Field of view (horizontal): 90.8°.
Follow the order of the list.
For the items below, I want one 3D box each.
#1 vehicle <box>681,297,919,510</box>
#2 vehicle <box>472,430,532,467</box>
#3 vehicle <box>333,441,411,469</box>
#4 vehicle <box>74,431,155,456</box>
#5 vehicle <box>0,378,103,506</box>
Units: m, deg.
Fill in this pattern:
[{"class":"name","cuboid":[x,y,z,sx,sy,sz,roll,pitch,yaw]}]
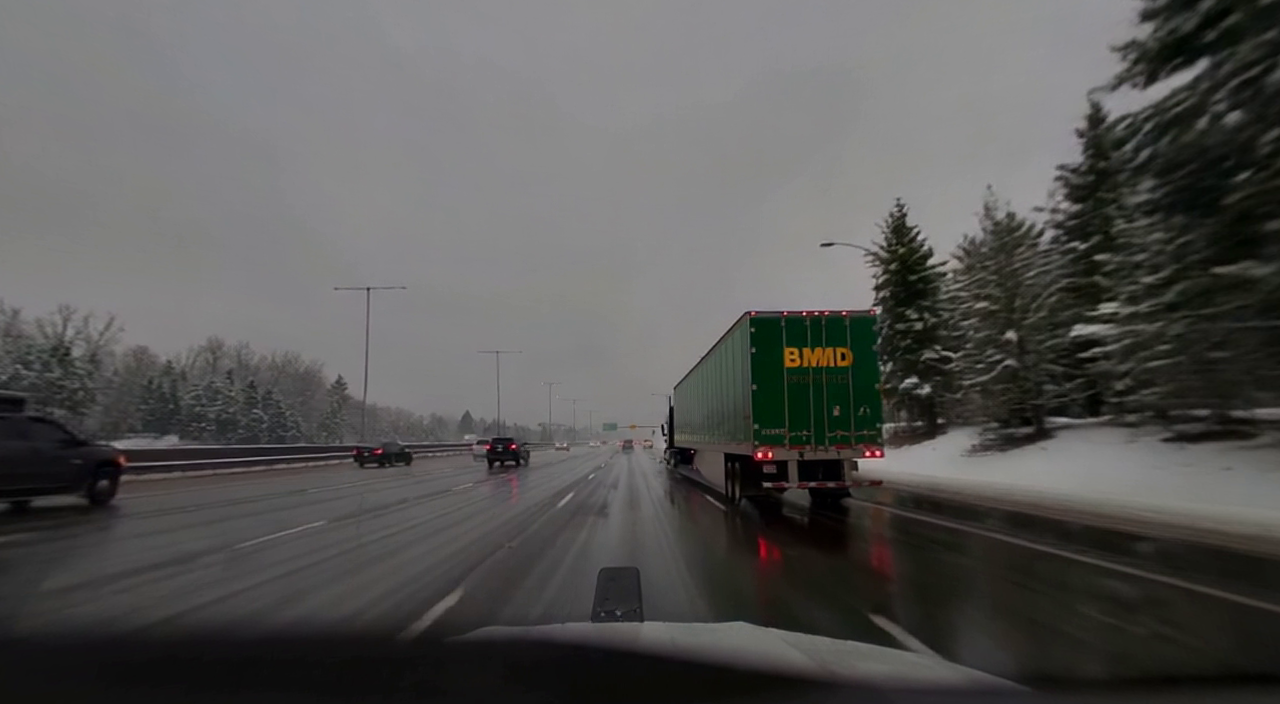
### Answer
[{"class":"vehicle","cuboid":[3.418,2.005,19.226,2.891,3.944,15.051,0,-8,-2]},{"class":"vehicle","cuboid":[-7.474,5.305,34.778,2.100,1.905,5.119,0,-8,0]},{"class":"vehicle","cuboid":[-14.097,5.431,33.565,2.067,1.398,4.863,0,-8,0]},{"class":"vehicle","cuboid":[-34.471,6.031,41.579,1.781,1.492,4.110,0,-8,0]},{"class":"vehicle","cuboid":[-14.095,1.696,11.906,2.307,2.571,6.260,0,-8,0]}]
